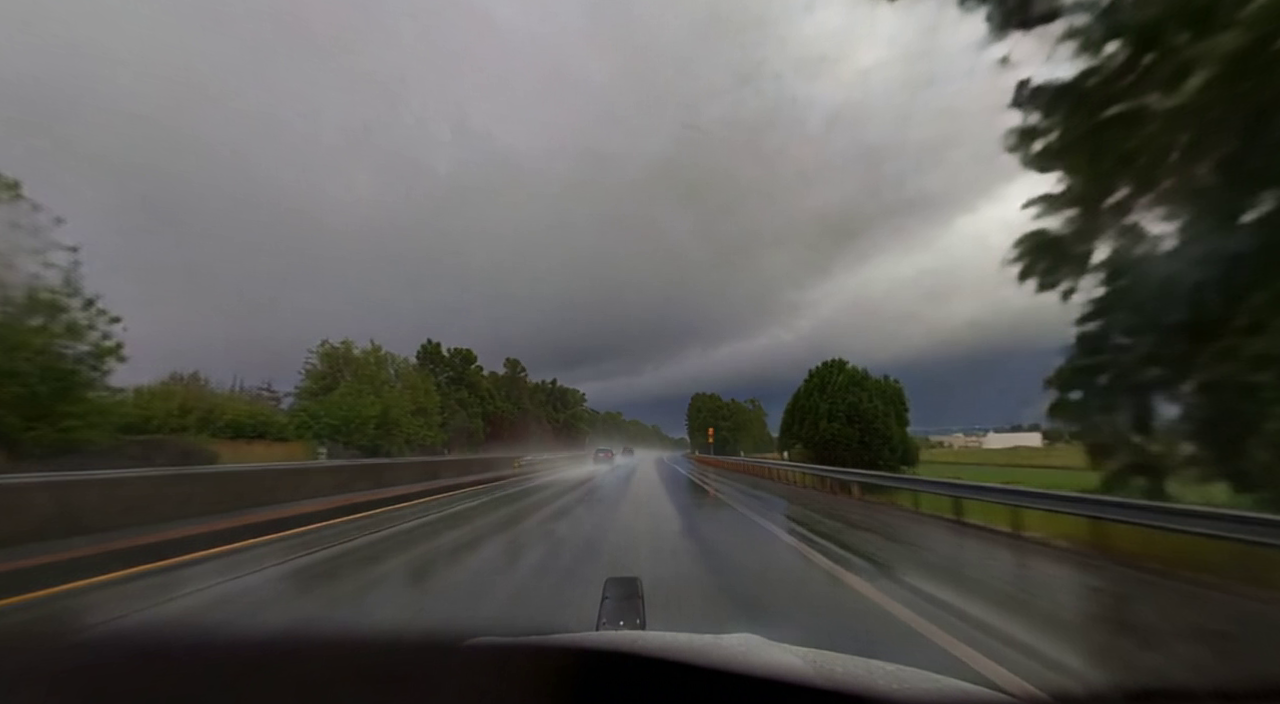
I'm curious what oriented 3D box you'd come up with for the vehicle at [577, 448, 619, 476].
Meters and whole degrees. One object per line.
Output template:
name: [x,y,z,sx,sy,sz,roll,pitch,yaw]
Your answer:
vehicle: [-2.259,6.060,35.001,1.917,1.450,3.997,0,-8,2]
